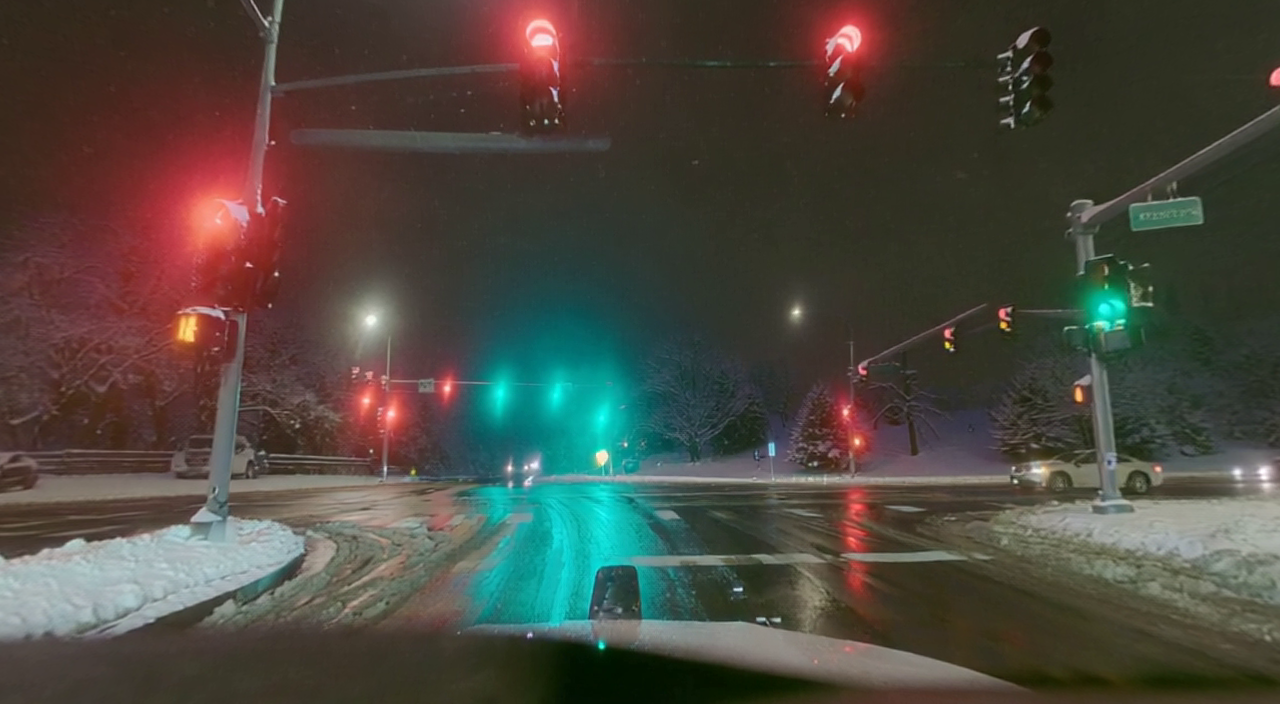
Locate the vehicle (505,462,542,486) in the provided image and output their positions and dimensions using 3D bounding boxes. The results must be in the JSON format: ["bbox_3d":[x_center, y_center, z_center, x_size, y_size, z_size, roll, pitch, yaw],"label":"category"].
[{"bbox_3d":[-8.965,9.411,48.720,2.045,1.608,3.709,0,-8,2],"label":"vehicle"}]

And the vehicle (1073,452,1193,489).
[{"bbox_3d":[22.702,5.456,29.098,3.998,1.590,1.936,1,-11,-6],"label":"vehicle"}]

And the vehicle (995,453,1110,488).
[{"bbox_3d":[21.202,6.130,32.509,4.455,1.647,2.124,1,-12,-6],"label":"vehicle"}]
